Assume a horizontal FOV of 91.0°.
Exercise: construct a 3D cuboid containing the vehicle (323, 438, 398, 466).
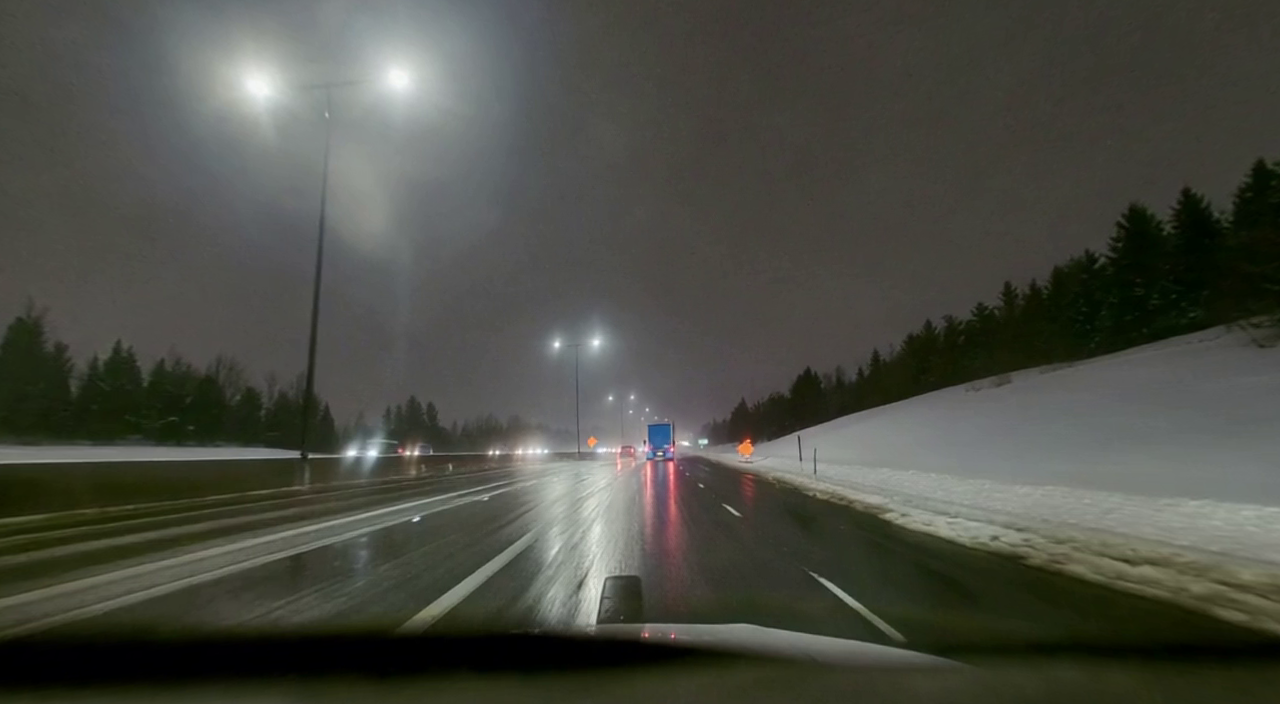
[{"bbox_3d":[-19.176,6.917,43.614,2.362,1.771,5.703,0,-9,3],"label":"vehicle"}]
